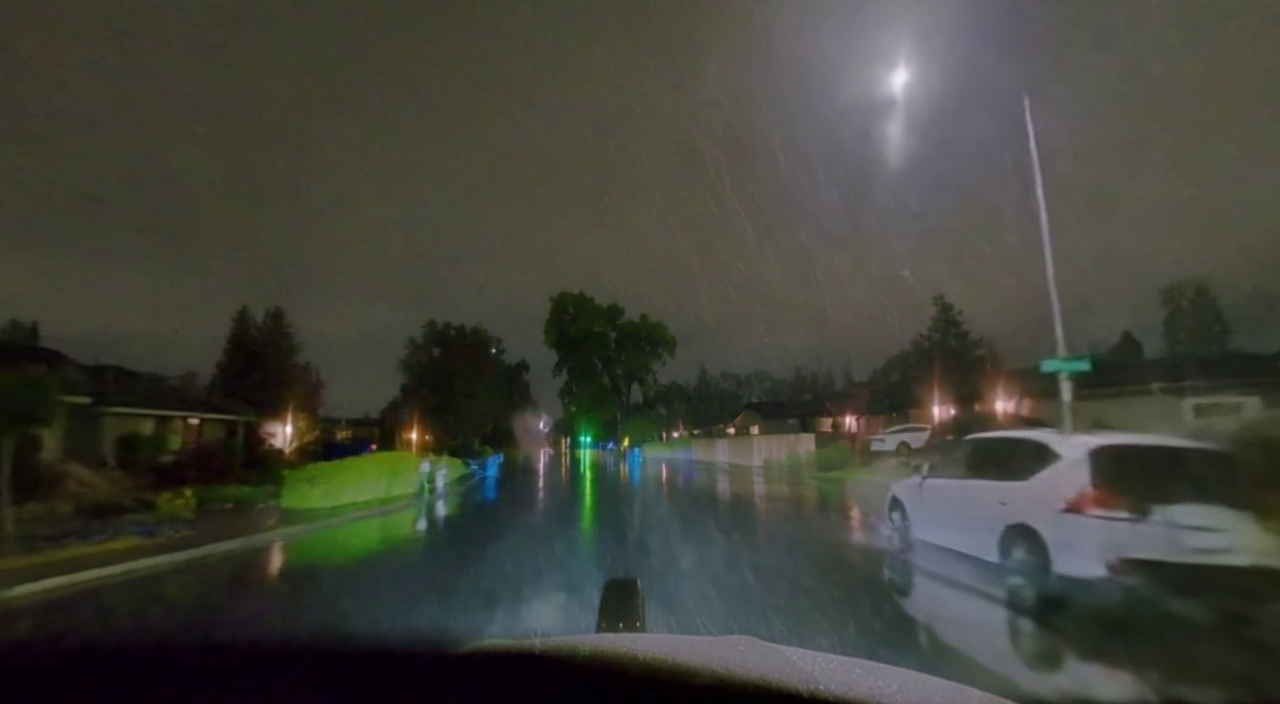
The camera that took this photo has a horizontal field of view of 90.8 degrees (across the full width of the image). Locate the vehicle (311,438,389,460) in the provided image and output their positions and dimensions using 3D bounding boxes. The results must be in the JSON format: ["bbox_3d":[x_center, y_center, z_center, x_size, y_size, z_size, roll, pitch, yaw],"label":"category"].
[{"bbox_3d":[-20.680,6.970,45.242,4.654,1.457,1.986,3,-10,-10],"label":"vehicle"}]

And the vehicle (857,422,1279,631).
[{"bbox_3d":[4.318,1.630,6.983,2.088,1.522,4.449,0,-9,-2],"label":"vehicle"}]
